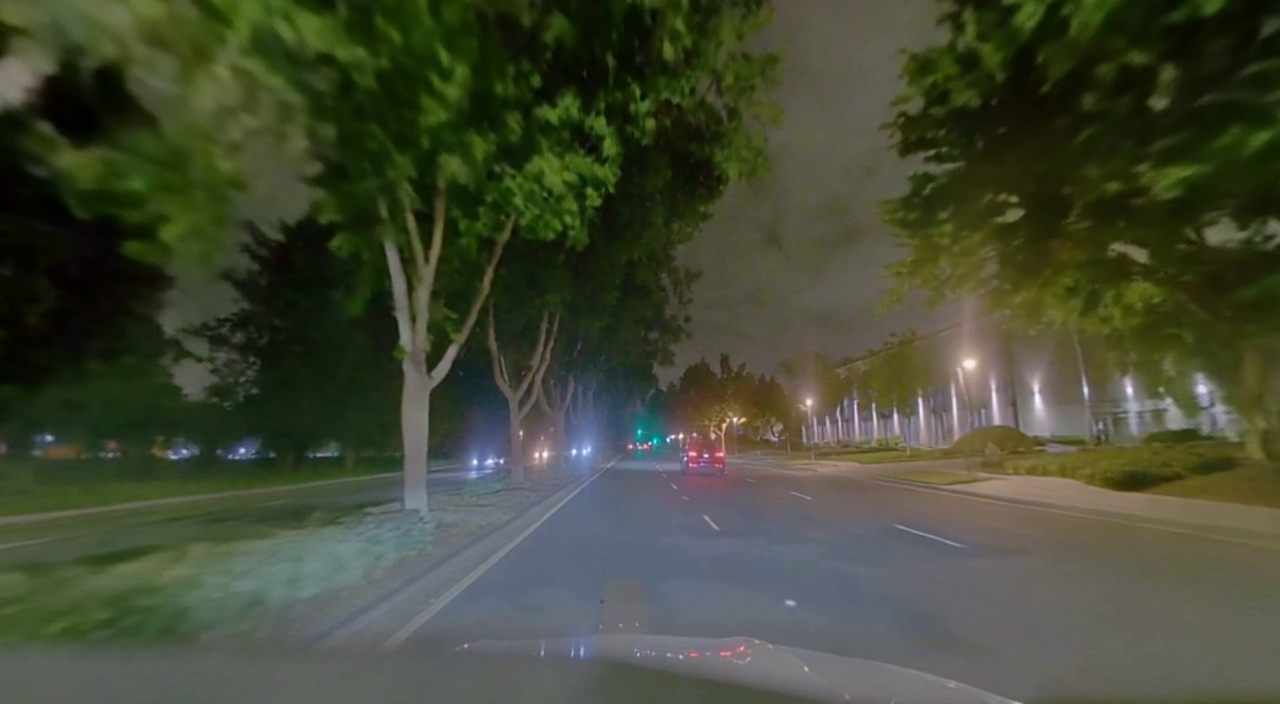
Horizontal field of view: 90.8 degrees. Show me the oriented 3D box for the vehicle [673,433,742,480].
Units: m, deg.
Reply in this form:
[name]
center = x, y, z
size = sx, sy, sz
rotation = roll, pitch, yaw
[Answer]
[vehicle]
center = 2.666, 4.293, 26.181
size = 2.240, 1.740, 4.605
rotation = 0, -8, -2
